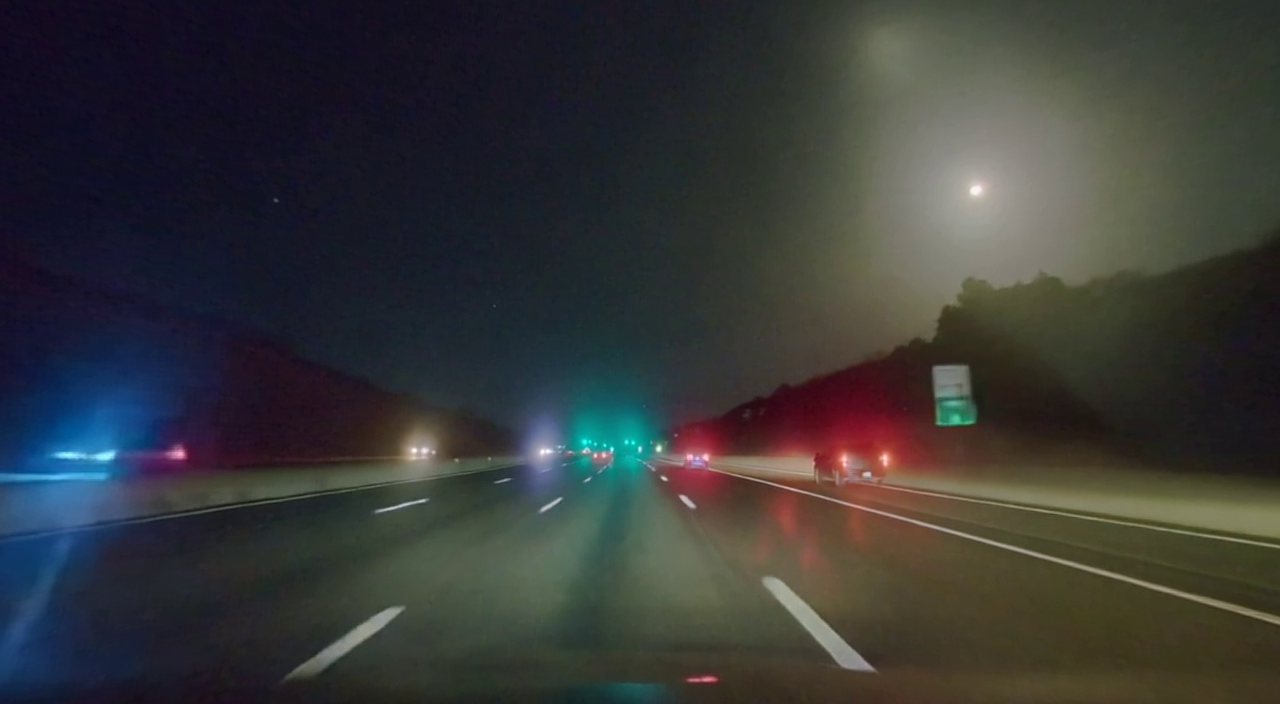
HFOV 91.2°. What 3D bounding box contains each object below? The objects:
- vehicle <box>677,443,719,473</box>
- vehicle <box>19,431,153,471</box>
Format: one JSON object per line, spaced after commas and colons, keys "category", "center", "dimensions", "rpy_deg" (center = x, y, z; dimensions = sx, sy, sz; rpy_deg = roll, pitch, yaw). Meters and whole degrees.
{"category": "vehicle", "center": [3.152, 5.849, 34.742], "dimensions": [1.895, 1.555, 4.030], "rpy_deg": [0, -9, 0]}
{"category": "vehicle", "center": [-23.629, 4.261, 26.979], "dimensions": [1.766, 1.537, 4.352], "rpy_deg": [-1, -9, 0]}
